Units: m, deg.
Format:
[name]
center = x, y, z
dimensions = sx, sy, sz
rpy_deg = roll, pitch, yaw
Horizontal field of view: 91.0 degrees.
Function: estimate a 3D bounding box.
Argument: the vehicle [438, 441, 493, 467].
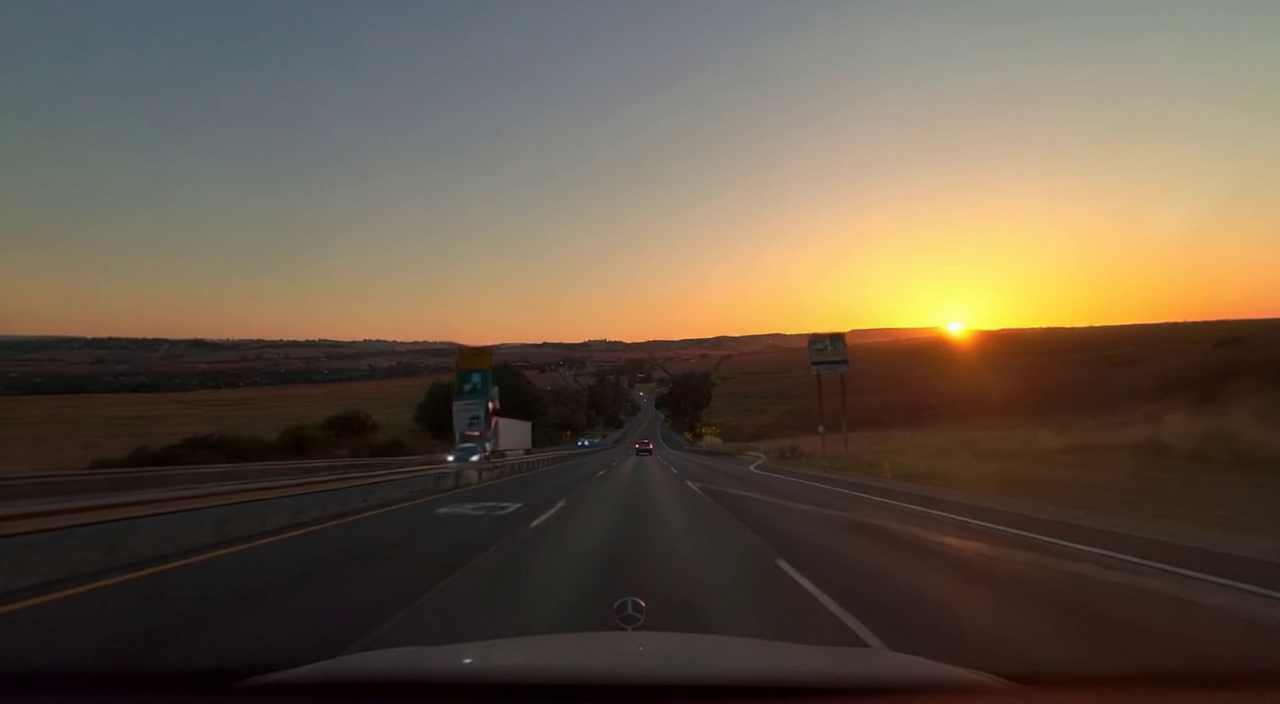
[vehicle]
center = -11.013, 6.463, 40.007
dimensions = 1.973, 1.558, 4.718
rpy_deg = 0, -8, 2
